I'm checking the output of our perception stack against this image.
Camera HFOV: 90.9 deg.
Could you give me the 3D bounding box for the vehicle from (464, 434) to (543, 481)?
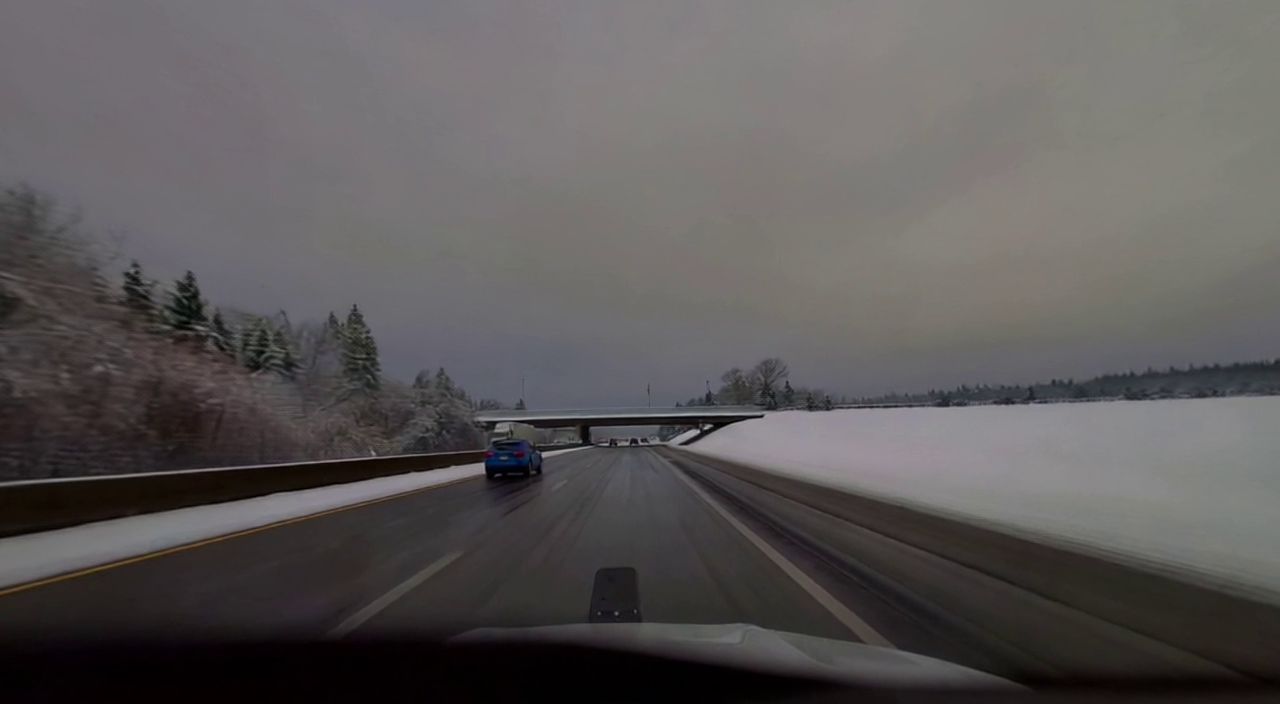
[{"bbox_3d":[-4.751,3.701,22.459,1.965,1.513,3.774,0,-8,0],"label":"vehicle"}]
